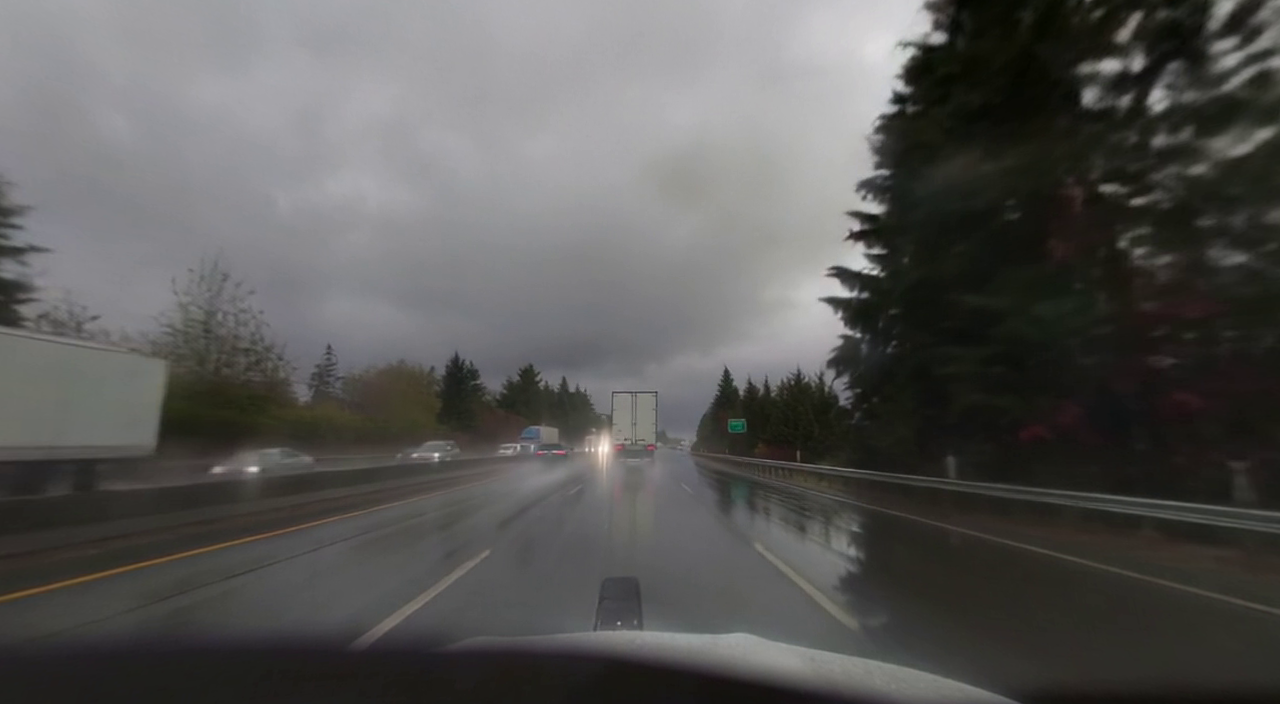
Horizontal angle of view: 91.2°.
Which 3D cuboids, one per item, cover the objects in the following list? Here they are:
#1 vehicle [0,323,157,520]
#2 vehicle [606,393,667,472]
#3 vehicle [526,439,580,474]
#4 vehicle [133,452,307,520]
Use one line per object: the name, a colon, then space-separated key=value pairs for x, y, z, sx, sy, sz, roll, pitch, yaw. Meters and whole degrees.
vehicle: x=-15.031 y=1.035 z=10.414 sx=2.929 sy=4.123 sz=14.002 roll=0 pitch=-9 yaw=0
vehicle: x=-0.249 y=4.967 z=37.747 sx=3.100 sy=4.091 sz=10.664 roll=0 pitch=-9 yaw=-1
vehicle: x=-4.259 y=5.220 z=31.426 sx=2.112 sy=1.645 sz=4.129 roll=0 pitch=-9 yaw=0
vehicle: x=-10.284 y=3.254 z=15.746 sx=1.751 sy=1.448 sz=3.765 roll=0 pitch=-9 yaw=0
